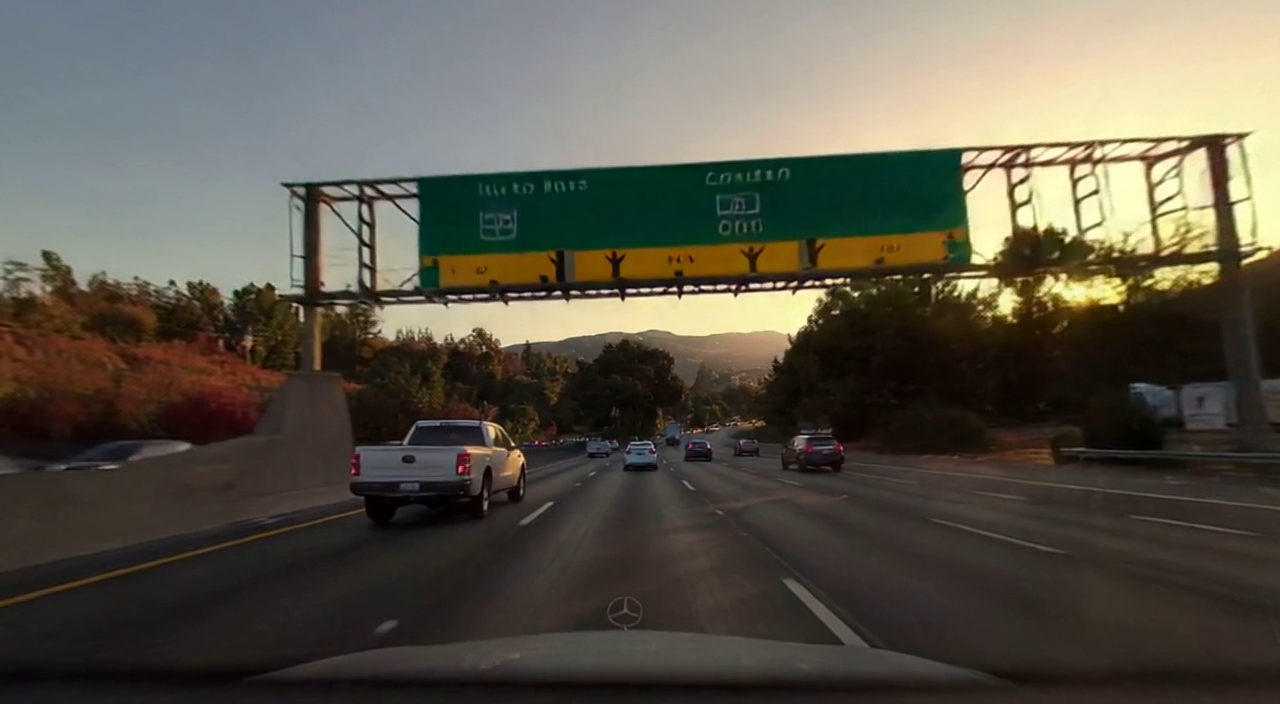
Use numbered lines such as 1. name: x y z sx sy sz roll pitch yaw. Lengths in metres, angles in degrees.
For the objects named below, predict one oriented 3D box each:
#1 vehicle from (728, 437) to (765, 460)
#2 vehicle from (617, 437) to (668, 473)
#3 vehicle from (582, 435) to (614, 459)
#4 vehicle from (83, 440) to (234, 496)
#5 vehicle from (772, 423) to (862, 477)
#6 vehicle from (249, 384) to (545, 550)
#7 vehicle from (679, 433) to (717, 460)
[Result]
1. vehicle: 7.523 6.890 45.032 1.894 1.511 4.148 0 -8 -1
2. vehicle: 0.088 4.500 27.763 2.071 1.464 4.162 0 -8 0
3. vehicle: -3.179 7.346 48.704 2.140 1.720 4.410 0 -8 0
4. vehicle: -20.410 4.892 27.173 2.109 2.143 5.501 0 -8 0
5. vehicle: 6.913 3.904 25.301 2.094 1.916 5.099 0 -8 0
6. vehicle: -3.366 1.799 10.516 2.487 1.979 5.742 0 -8 2
7. vehicle: 4.091 6.795 45.543 2.272 1.803 5.416 0 -8 0
